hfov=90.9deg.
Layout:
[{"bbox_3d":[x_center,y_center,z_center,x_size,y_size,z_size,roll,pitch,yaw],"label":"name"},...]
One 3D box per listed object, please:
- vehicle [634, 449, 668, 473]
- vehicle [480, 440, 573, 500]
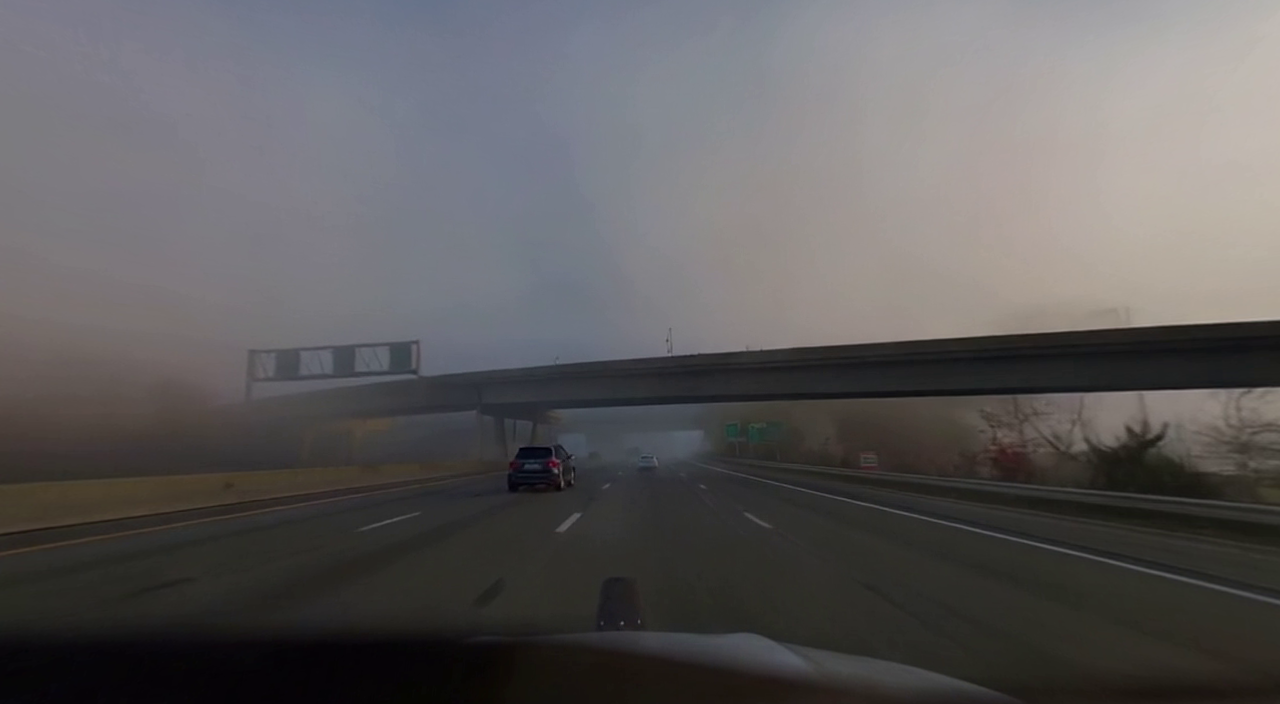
[{"bbox_3d":[0.695,7.180,41.713,2.113,1.537,4.208,0,-9,1],"label":"vehicle"},{"bbox_3d":[-3.465,3.694,20.112,2.055,1.665,4.373,0,-9,1],"label":"vehicle"}]
